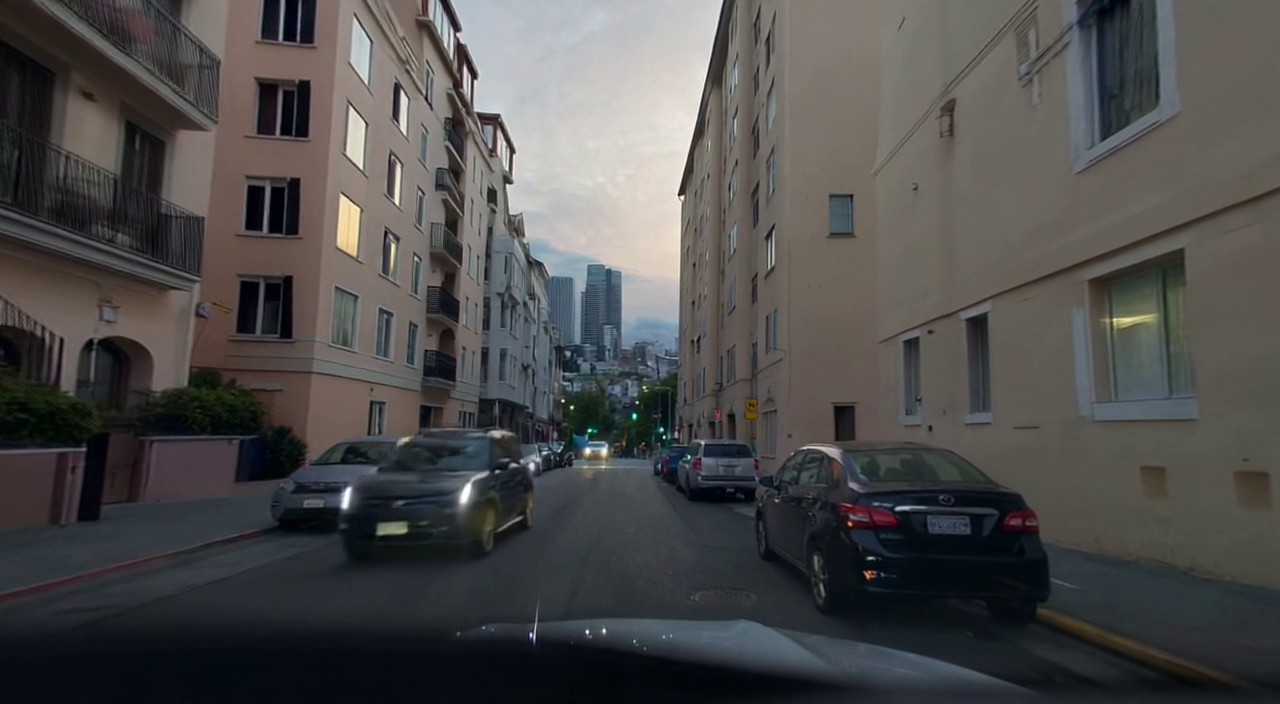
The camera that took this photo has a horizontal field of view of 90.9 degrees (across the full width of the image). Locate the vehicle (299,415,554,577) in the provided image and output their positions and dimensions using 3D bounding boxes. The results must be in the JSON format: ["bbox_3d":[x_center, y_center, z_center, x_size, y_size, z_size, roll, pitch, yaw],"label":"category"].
[{"bbox_3d":[-2.307,1.621,7.852,1.845,1.544,3.388,0,-8,3],"label":"vehicle"}]

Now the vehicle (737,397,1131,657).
[{"bbox_3d":[2.237,1.405,6.144,1.839,1.678,3.918,0,-8,-2],"label":"vehicle"}]

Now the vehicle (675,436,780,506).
[{"bbox_3d":[1.951,2.789,15.402,1.786,1.447,4.314,0,-8,-2],"label":"vehicle"}]
